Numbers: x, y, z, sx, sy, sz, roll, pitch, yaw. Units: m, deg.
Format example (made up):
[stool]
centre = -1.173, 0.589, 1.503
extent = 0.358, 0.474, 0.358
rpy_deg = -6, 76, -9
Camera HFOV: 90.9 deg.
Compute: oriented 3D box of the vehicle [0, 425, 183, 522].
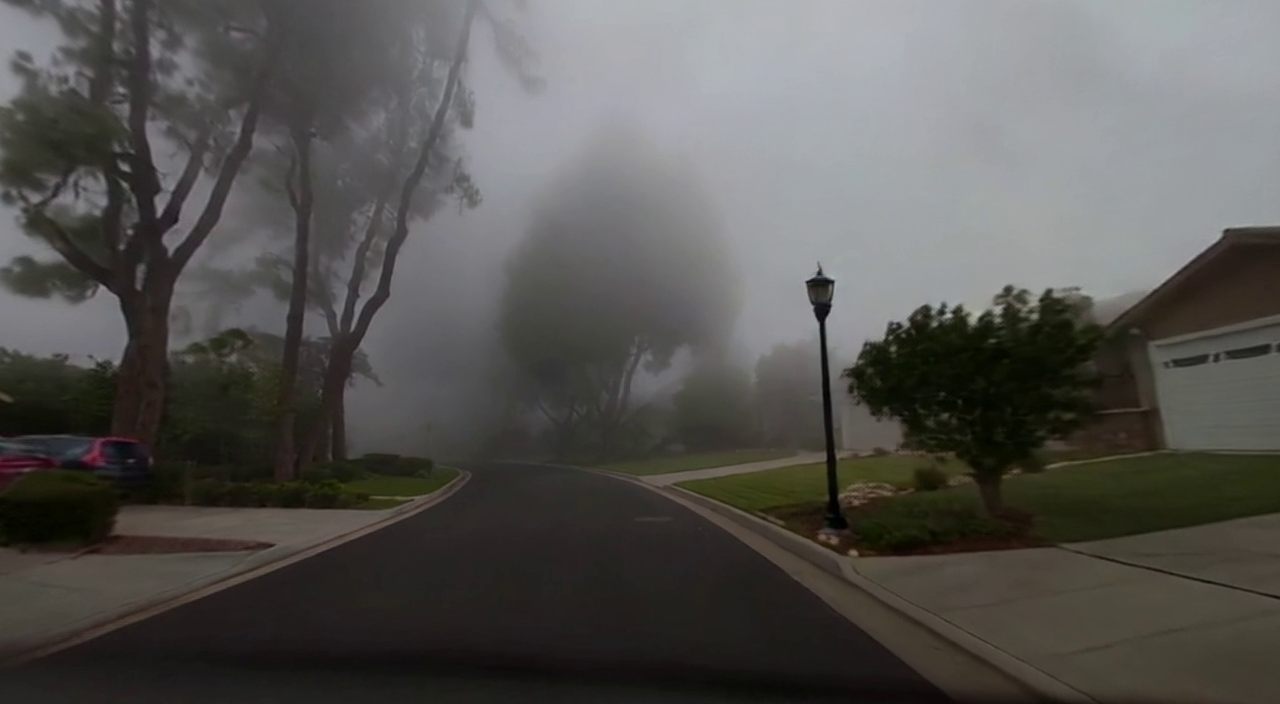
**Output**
[vehicle]
centre = -11.552, 2.222, 11.811
extent = 4.471, 1.638, 1.877
rpy_deg = 0, -8, 1
